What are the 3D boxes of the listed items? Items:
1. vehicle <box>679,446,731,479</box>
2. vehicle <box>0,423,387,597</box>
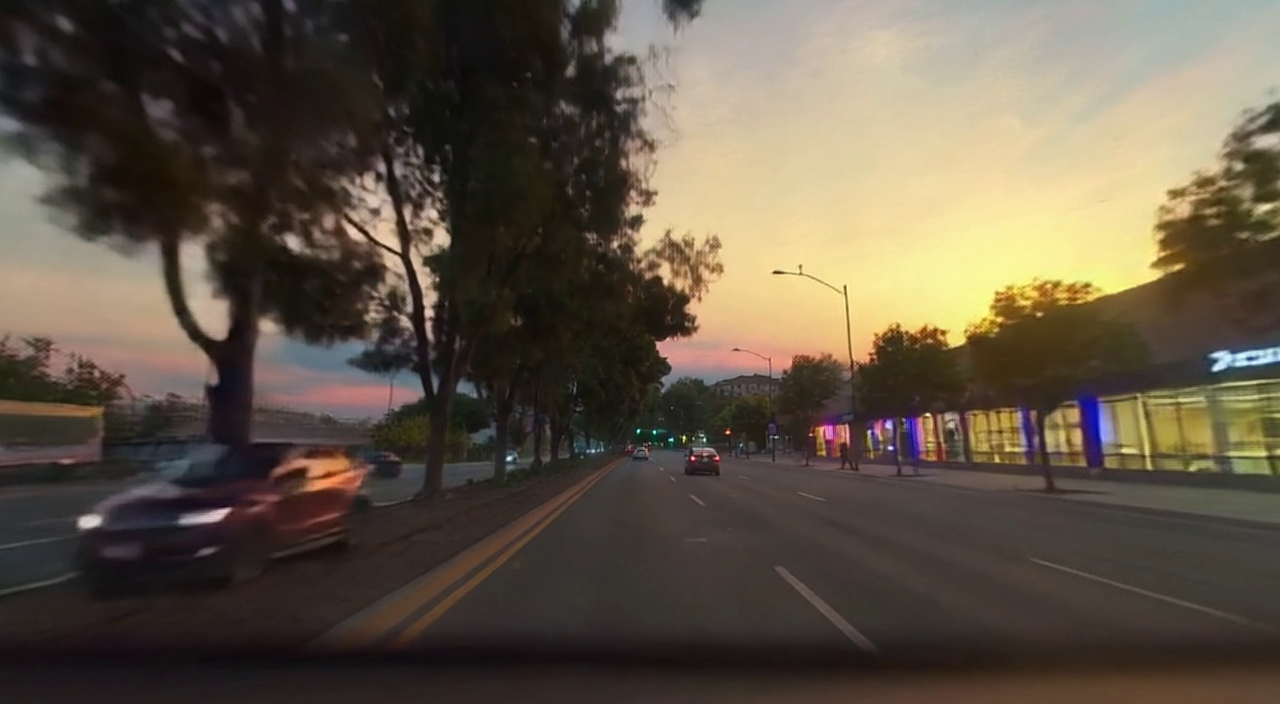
[{"bbox_3d":[3.115,5.391,31.084,1.983,1.482,4.463,0,-9,-2],"label":"vehicle"},{"bbox_3d":[-5.201,1.831,8.204,2.100,1.639,4.268,0,-9,-1],"label":"vehicle"}]
